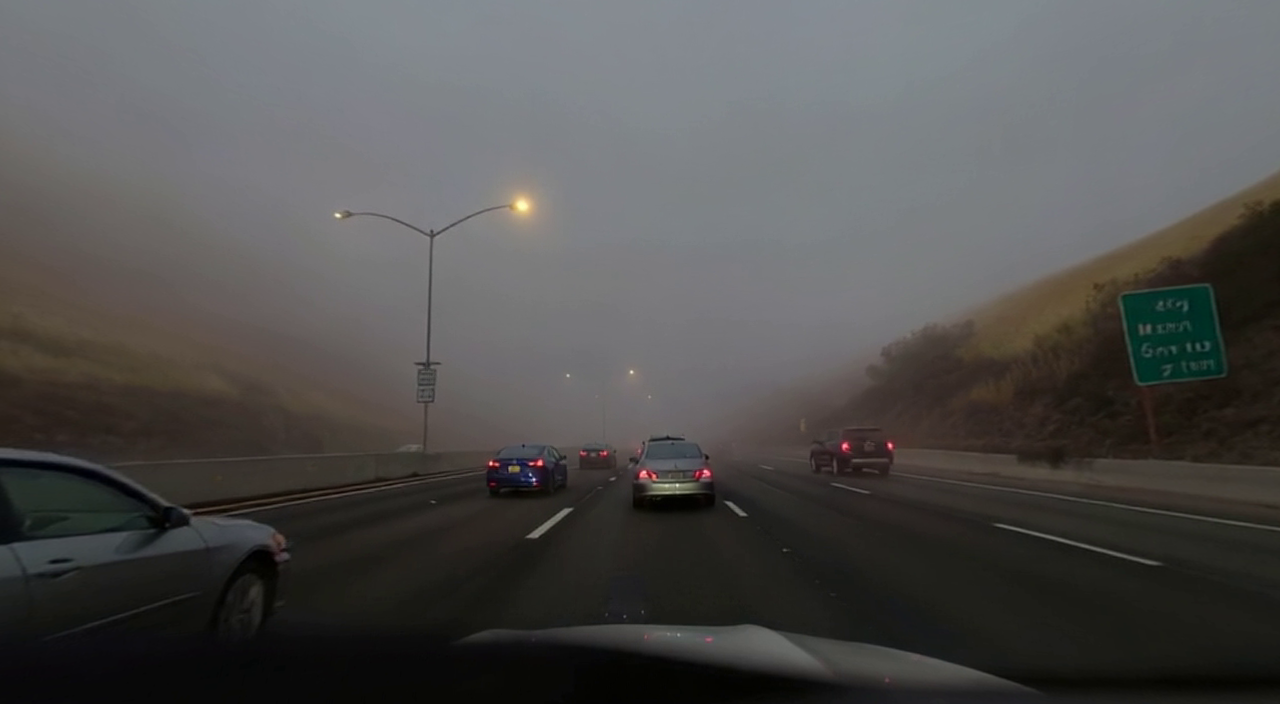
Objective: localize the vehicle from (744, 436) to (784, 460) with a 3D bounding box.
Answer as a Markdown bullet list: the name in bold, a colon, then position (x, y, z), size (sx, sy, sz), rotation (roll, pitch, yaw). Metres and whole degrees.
- **vehicle**: position (8.868, 6.869, 45.394), size (2.032, 1.580, 4.928), rotation (-1, -8, 2)

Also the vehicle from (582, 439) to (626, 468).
- **vehicle**: position (-2.038, 5.910, 37.031), size (2.034, 1.572, 4.444), rotation (-1, -8, 3)

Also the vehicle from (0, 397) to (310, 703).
- **vehicle**: position (-3.428, 0.933, 2.314), size (2.033, 1.513, 4.333), rotation (-1, -8, 1)

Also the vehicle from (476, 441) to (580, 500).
- **vehicle**: position (-3.006, 3.283, 18.011), size (2.017, 1.446, 4.384), rotation (-1, -8, 2)

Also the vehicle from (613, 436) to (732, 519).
- **vehicle**: position (0.642, 2.492, 13.071), size (2.072, 1.431, 3.904), rotation (-1, -8, 2)

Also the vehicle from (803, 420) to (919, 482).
- **vehicle**: position (7.296, 3.320, 21.474), size (2.210, 1.831, 4.843), rotation (-1, -8, 1)
